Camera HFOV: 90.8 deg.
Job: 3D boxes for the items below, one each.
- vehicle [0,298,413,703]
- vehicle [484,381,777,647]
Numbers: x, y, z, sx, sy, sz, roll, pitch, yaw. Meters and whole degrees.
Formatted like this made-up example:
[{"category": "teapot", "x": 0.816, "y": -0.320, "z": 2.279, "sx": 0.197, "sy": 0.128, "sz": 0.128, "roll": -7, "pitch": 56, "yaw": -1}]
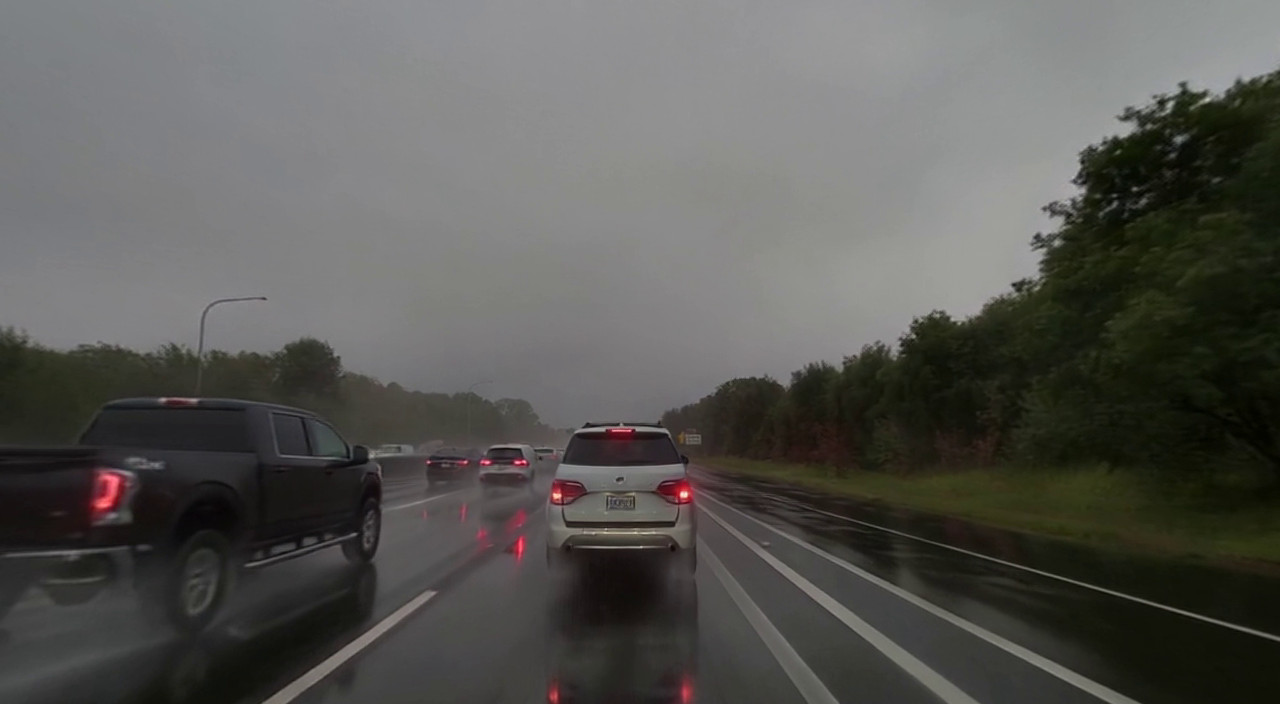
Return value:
[{"category": "vehicle", "x": -3.954, "y": 1.140, "z": 5.656, "sx": 2.055, "sy": 2.144, "sz": 4.782, "roll": 0, "pitch": -9, "yaw": 0}, {"category": "vehicle", "x": -0.097, "y": 1.367, "z": 6.109, "sx": 1.995, "sy": 1.798, "sz": 3.380, "roll": 0, "pitch": -9, "yaw": -1}]
